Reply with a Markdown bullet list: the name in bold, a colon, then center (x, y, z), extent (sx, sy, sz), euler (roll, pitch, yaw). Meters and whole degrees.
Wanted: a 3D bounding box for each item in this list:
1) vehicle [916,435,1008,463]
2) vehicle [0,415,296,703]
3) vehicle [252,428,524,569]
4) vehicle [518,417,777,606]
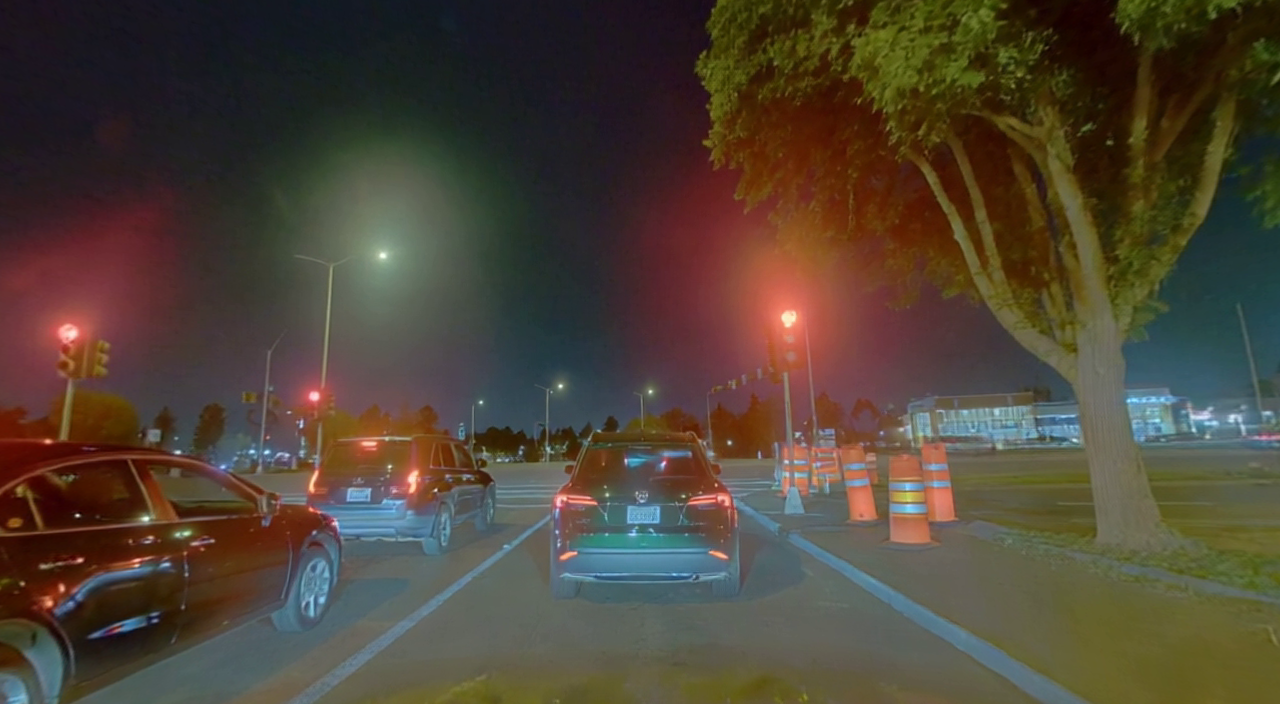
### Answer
- **vehicle**: center (20.745, 6.281, 40.706), extent (4.827, 1.729, 1.986), euler (0, -9, 1)
- **vehicle**: center (-3.584, 0.945, 2.147), extent (2.064, 1.497, 4.722), euler (0, -9, 1)
- **vehicle**: center (-3.276, 1.996, 9.451), extent (1.989, 1.541, 4.626), euler (0, -9, 2)
- **vehicle**: center (0.105, 1.623, 7.212), extent (2.167, 1.560, 3.676), euler (0, -9, 1)
